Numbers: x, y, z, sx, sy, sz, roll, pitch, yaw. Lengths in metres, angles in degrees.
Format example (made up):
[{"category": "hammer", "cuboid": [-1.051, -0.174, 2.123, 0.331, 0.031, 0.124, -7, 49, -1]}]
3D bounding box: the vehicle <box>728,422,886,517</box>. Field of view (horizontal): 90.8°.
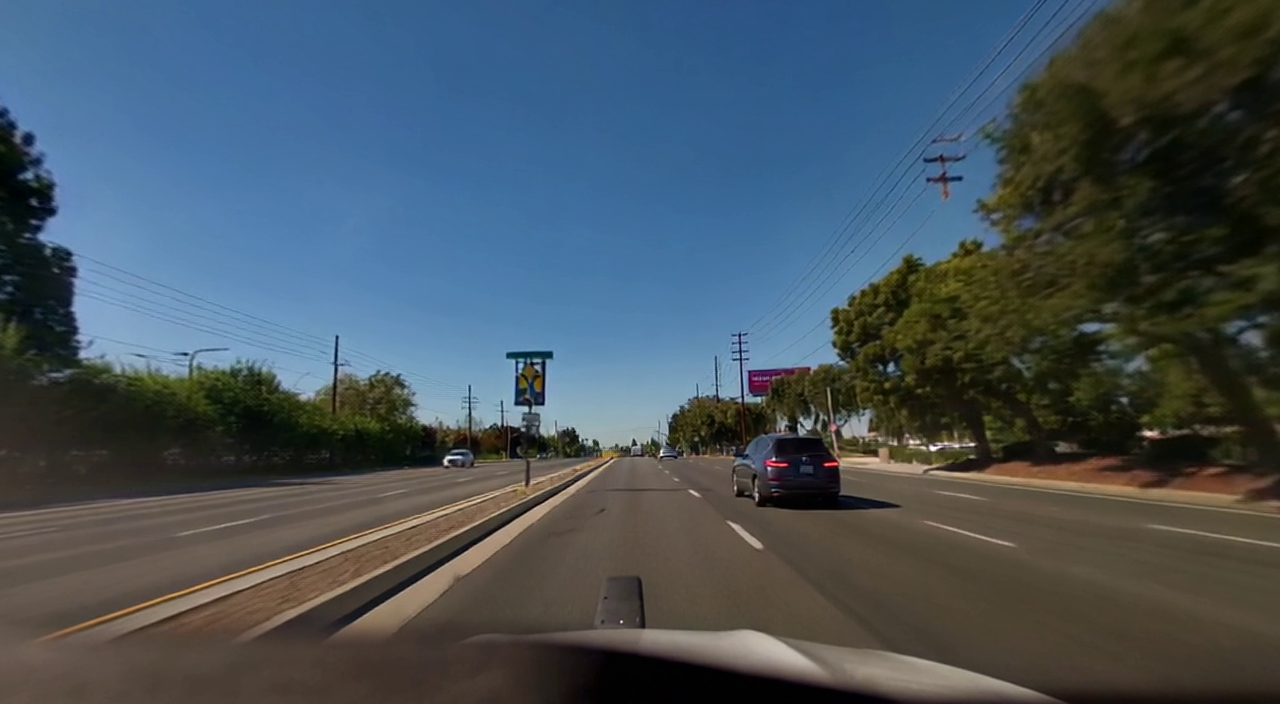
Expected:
[{"category": "vehicle", "cuboid": [3.248, 2.380, 13.261, 2.078, 1.668, 4.078, 0, -8, -2]}]
